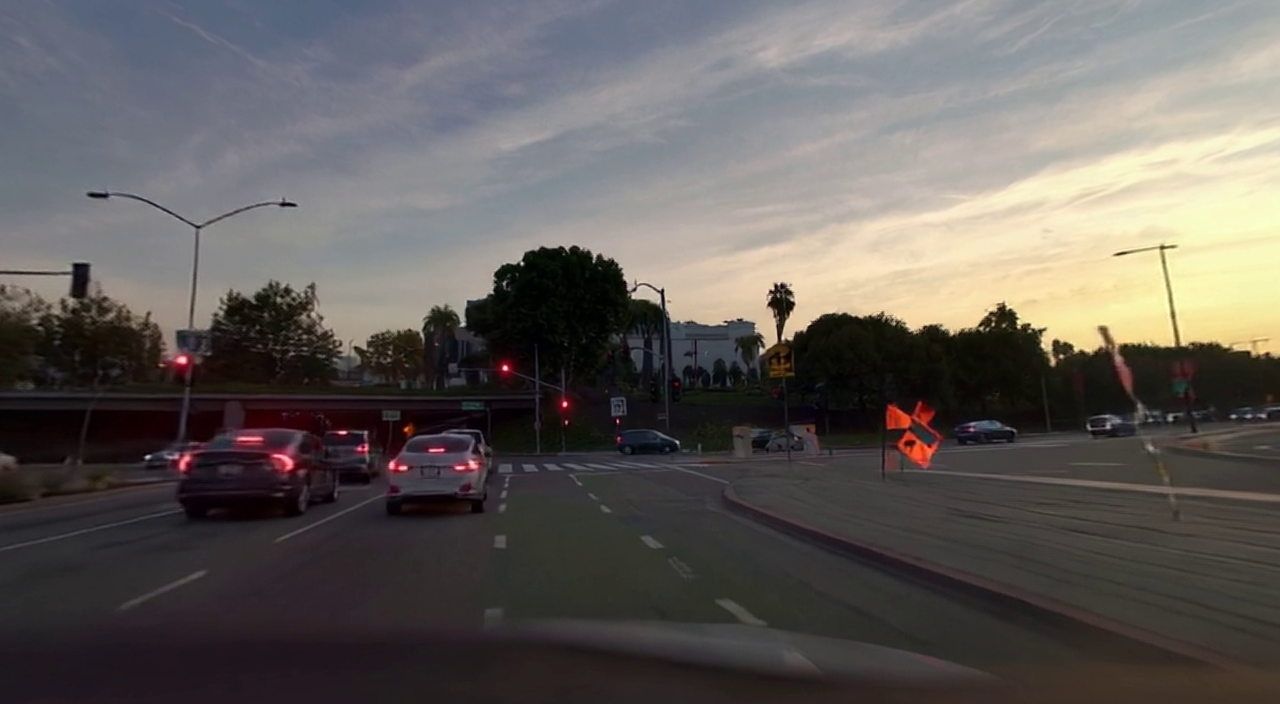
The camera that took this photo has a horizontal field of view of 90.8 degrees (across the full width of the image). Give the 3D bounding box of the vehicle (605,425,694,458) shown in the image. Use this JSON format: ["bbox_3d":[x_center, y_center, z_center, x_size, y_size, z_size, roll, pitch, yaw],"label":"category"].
[{"bbox_3d":[0.535,5.523,38.982,5.144,1.954,2.122,1,-8,-10],"label":"vehicle"}]

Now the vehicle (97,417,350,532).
[{"bbox_3d":[-7.094,2.110,11.581,2.057,1.610,4.891,1,-8,-11],"label":"vehicle"}]

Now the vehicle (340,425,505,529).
[{"bbox_3d":[-3.671,2.156,11.609,2.176,1.489,4.518,1,-8,-10],"label":"vehicle"}]

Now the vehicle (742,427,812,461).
[{"bbox_3d":[7.303,4.870,33.464,1.908,1.622,4.166,-7,-11,39],"label":"vehicle"}]
